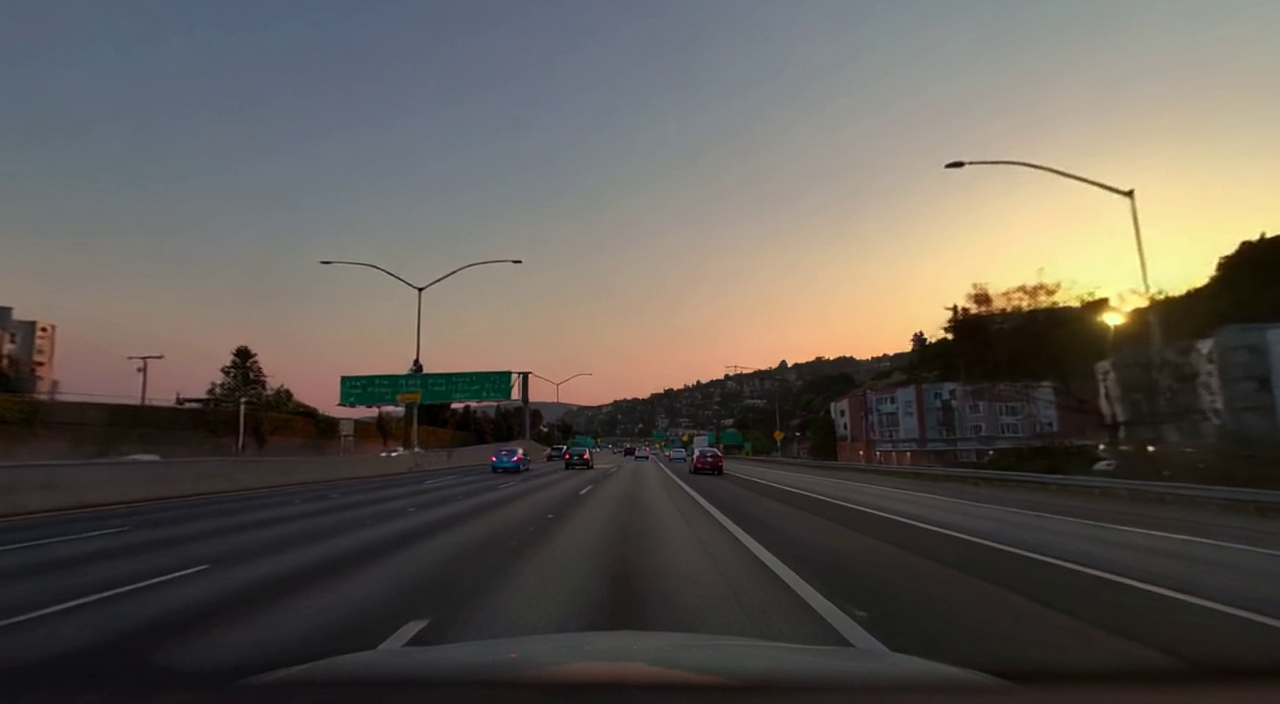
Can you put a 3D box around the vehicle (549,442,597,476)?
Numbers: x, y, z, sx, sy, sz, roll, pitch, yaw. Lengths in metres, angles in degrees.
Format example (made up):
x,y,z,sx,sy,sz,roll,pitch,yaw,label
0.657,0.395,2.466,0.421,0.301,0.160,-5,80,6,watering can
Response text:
x,y,z,sx,sy,sz,roll,pitch,yaw,label
-3.548,5.773,34.246,2.091,1.664,4.157,0,-9,1,vehicle

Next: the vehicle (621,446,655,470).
x,y,z,sx,sy,sz,roll,pitch,yaw,label
-0.135,7.227,43.061,2.166,1.496,4.158,0,-9,0,vehicle

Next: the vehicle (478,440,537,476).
x,y,z,sx,sy,sz,roll,pitch,yaw,label
-6.942,5.583,33.427,2.112,1.721,4.381,0,-9,1,vehicle

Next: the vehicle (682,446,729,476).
x,y,z,sx,sy,sz,roll,pitch,yaw,label
3.558,5.987,34.869,2.077,1.527,4.553,1,-9,-1,vehicle
